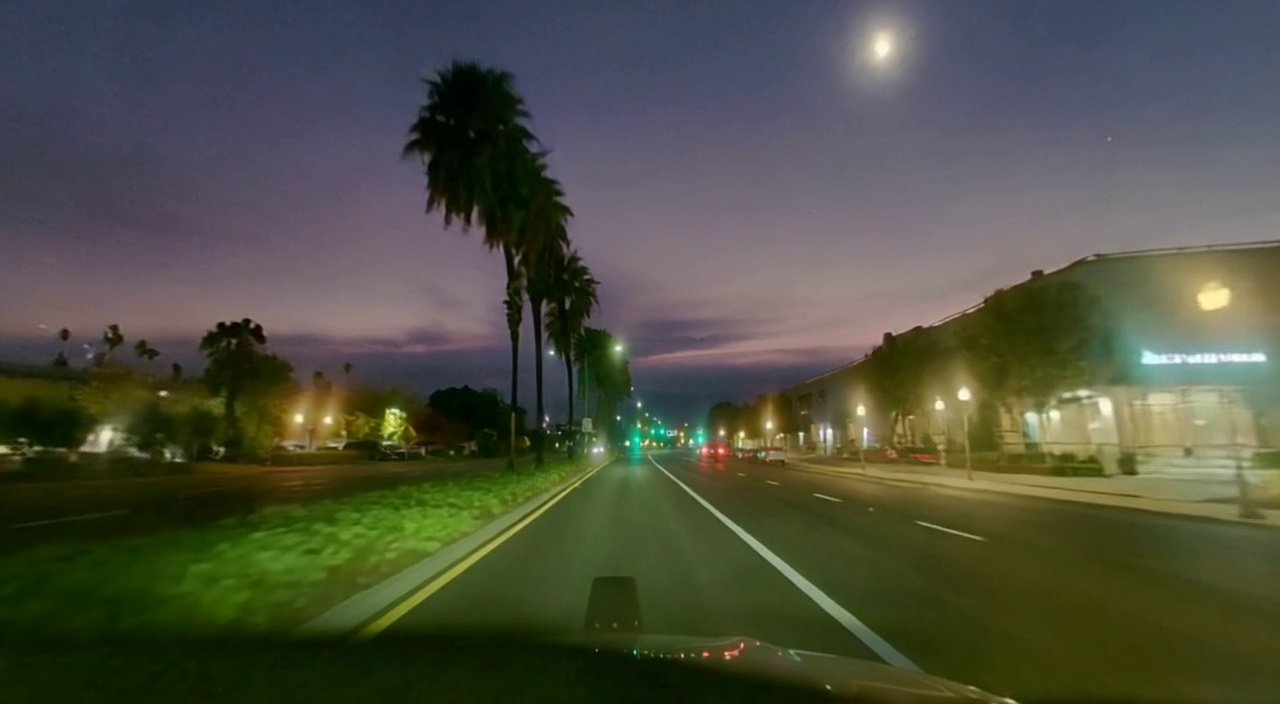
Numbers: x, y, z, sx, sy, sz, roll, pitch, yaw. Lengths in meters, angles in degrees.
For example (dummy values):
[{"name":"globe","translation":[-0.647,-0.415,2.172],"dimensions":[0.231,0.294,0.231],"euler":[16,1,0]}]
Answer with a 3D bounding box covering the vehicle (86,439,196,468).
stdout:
[{"name":"vehicle","translation":[-36.074,7.365,45.672],"dimensions":[5.711,2.003,2.550],"euler":[0,-8,-1]}]
